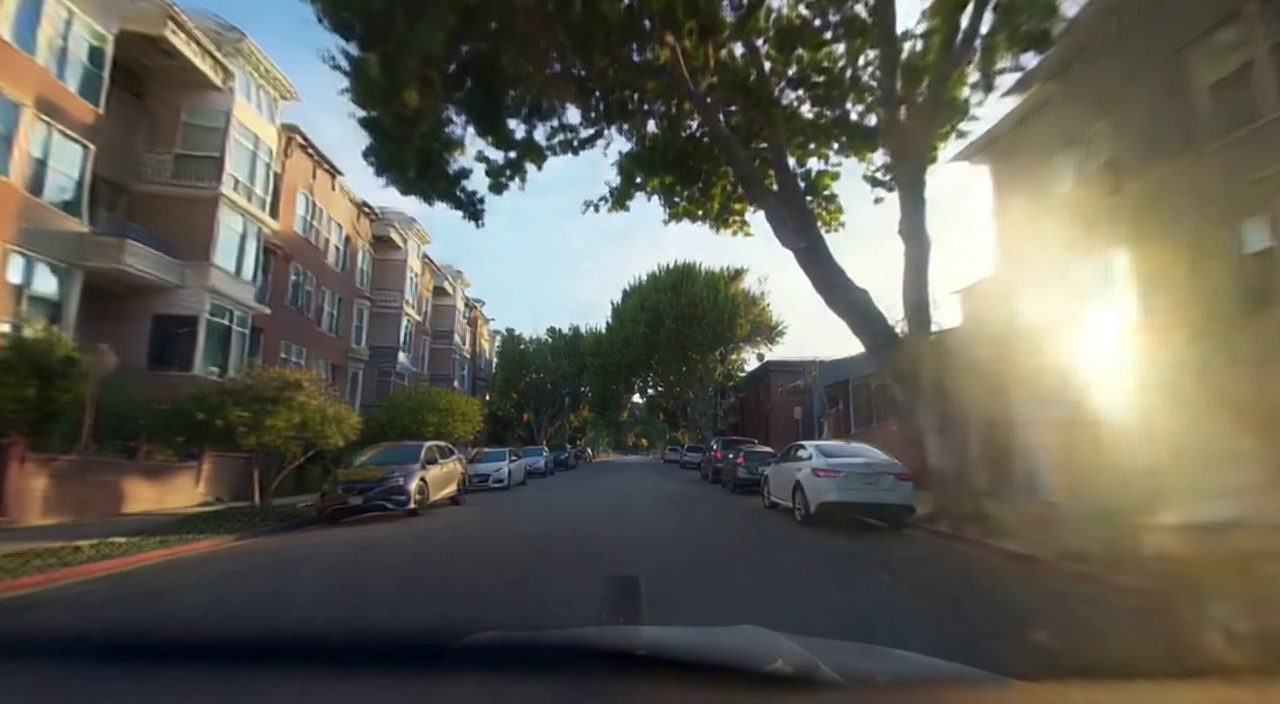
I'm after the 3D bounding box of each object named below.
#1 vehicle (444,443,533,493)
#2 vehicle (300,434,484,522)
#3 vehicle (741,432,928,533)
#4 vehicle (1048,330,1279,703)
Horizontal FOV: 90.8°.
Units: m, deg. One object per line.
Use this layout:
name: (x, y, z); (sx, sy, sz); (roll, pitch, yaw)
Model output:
vehicle: (-5.708, 4.385, 24.578); (2.256, 1.590, 5.488); (-3, -8, -2)
vehicle: (-5.620, 2.891, 15.301); (2.222, 1.735, 5.215); (0, -8, 1)
vehicle: (3.772, 2.614, 13.454); (2.187, 1.699, 5.038); (0, -8, -2)
vehicle: (3.947, 0.585, 0.962); (2.473, 1.895, 6.050); (0, -10, -2)
